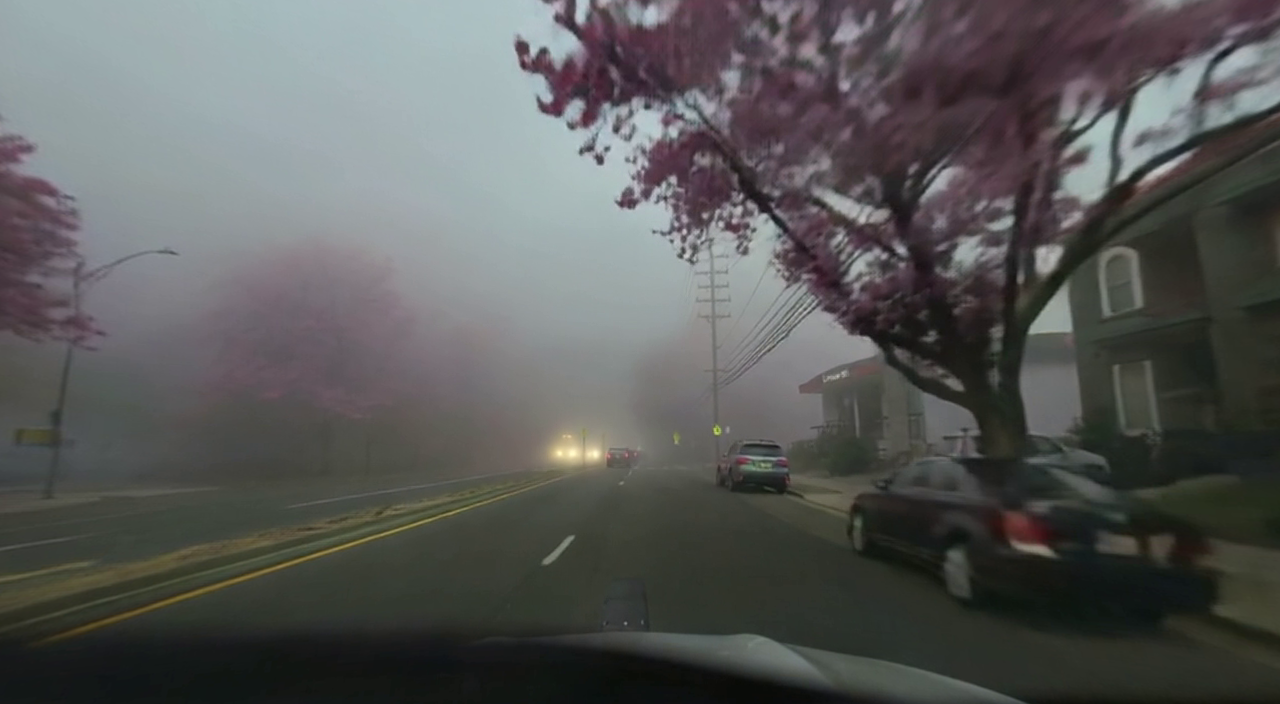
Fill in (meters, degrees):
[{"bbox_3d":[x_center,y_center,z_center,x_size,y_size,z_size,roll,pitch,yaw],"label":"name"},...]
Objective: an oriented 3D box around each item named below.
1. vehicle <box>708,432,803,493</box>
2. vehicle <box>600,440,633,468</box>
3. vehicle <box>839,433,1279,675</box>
[{"bbox_3d":[3.950,3.912,22.729,2.280,1.904,5.779,0,-9,-1],"label":"vehicle"},{"bbox_3d":[-1.686,7.621,47.106,2.202,1.961,4.980,0,-9,0],"label":"vehicle"},{"bbox_3d":[3.699,1.585,6.166,2.042,1.465,4.455,0,-9,0],"label":"vehicle"}]
